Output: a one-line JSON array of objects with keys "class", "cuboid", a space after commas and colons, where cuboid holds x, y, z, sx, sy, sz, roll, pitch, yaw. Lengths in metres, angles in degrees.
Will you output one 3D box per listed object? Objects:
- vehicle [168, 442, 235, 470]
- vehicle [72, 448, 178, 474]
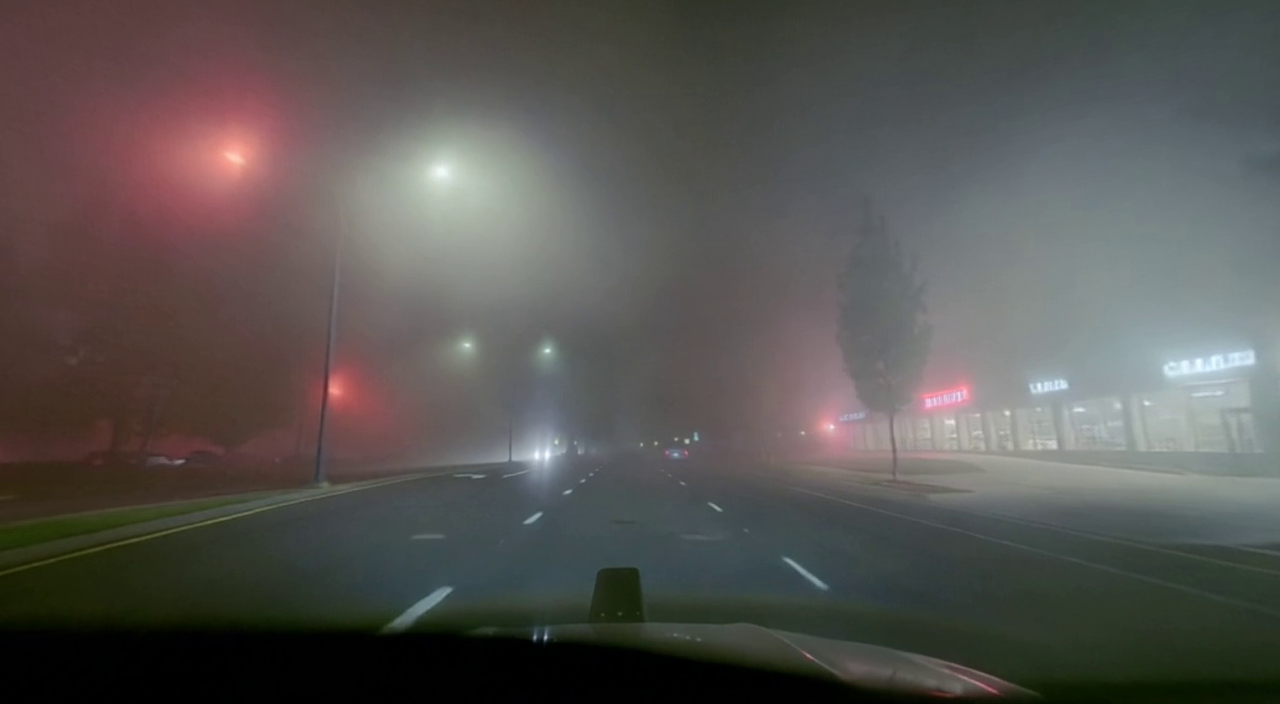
[{"class": "vehicle", "cuboid": [-33.389, 7.905, 47.948, 3.825, 1.489, 1.778, -7, -7, -2]}, {"class": "vehicle", "cuboid": [-32.871, 6.946, 40.279, 4.736, 1.573, 2.176, 0, -8, -3]}]
